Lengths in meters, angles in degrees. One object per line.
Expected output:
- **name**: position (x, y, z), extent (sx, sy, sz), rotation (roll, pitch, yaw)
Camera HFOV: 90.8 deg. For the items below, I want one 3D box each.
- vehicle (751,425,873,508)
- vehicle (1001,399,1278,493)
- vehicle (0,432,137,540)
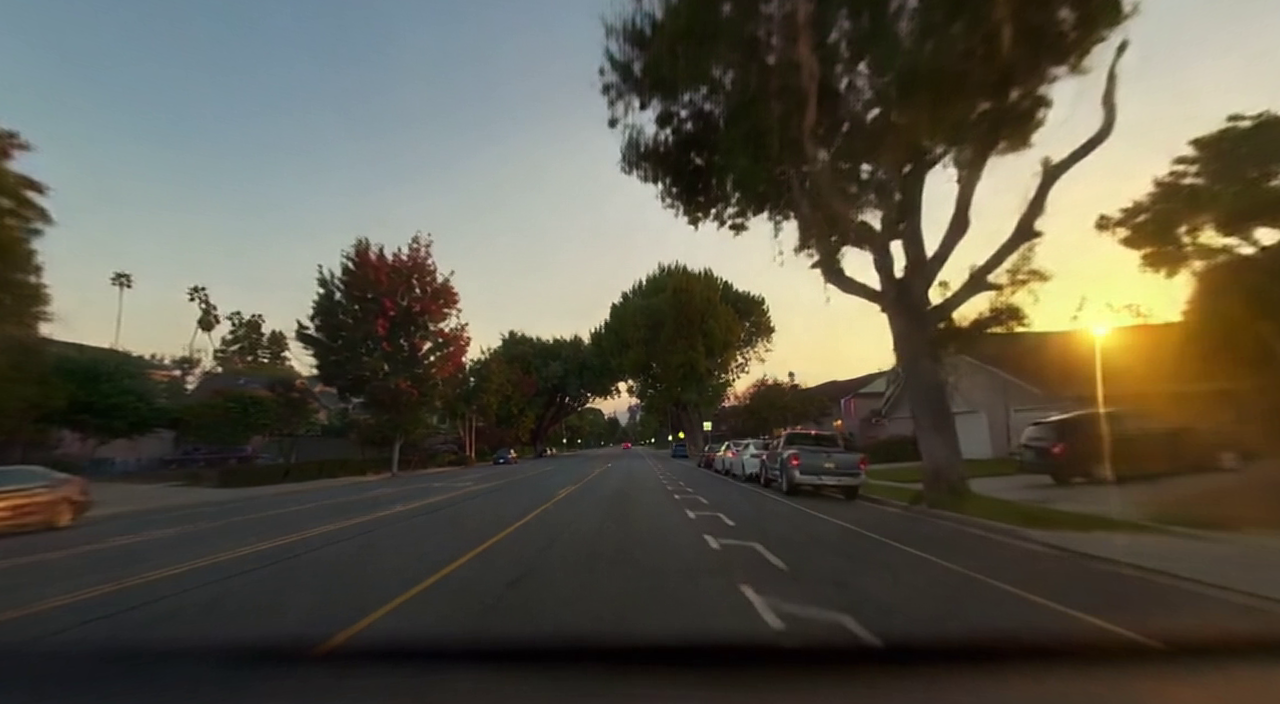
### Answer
- **vehicle**: position (4.421, 3.019, 17.284), extent (2.074, 1.838, 5.402), rotation (1, -8, 3)
- **vehicle**: position (12.807, 2.411, 16.508), extent (5.296, 2.003, 2.200), rotation (-3, -7, -1)
- **vehicle**: position (-12.578, 2.547, 11.894), extent (2.075, 1.917, 4.984), rotation (-2, -10, 0)
